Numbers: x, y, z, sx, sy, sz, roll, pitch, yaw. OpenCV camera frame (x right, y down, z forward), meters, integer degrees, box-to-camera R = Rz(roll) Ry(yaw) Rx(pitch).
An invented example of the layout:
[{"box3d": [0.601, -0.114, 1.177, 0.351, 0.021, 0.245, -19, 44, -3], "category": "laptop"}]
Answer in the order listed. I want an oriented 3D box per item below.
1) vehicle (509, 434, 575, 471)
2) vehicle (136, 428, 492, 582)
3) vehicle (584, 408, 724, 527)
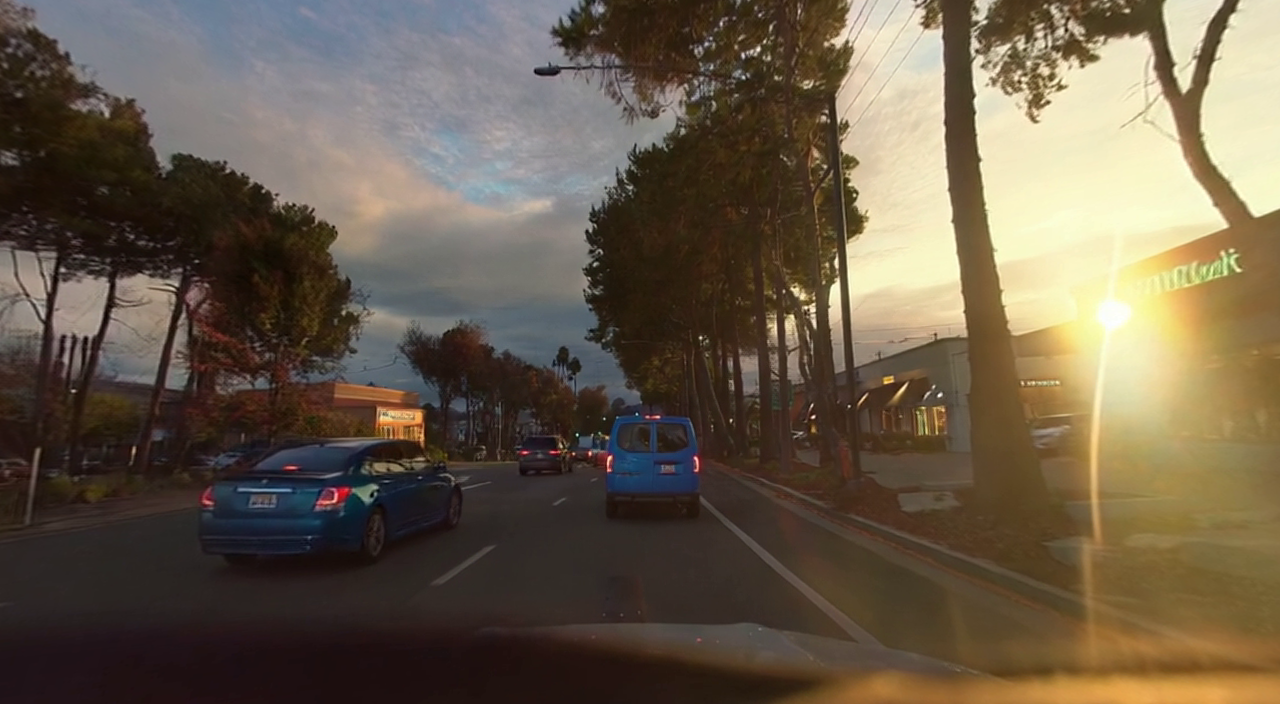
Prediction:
[{"box3d": [-4.866, 5.096, 32.171, 2.116, 1.714, 4.757, -1, -9, 7], "category": "vehicle"}, {"box3d": [-3.744, 1.836, 8.567, 1.991, 1.459, 4.813, -1, -9, 4], "category": "vehicle"}, {"box3d": [0.298, 2.120, 12.009, 2.173, 1.830, 4.189, 0, -9, 2], "category": "vehicle"}]
